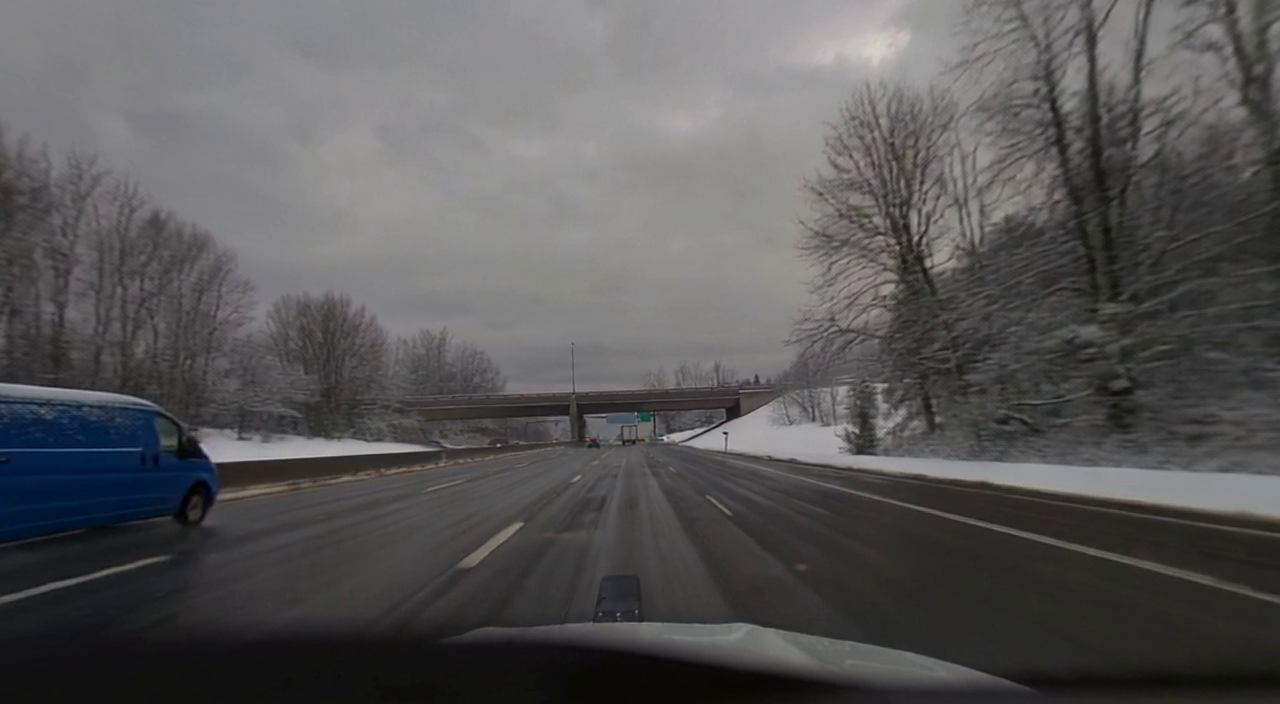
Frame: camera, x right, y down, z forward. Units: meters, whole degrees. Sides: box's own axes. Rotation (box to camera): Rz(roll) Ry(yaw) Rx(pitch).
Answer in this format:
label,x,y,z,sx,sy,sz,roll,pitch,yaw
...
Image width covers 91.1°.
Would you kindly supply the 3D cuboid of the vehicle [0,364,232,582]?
label,x,y,z,sx,sy,sz,roll,pitch,yaw
vehicle,-7.020,1.212,6.472,2.150,1.996,5.341,0,-8,-2
